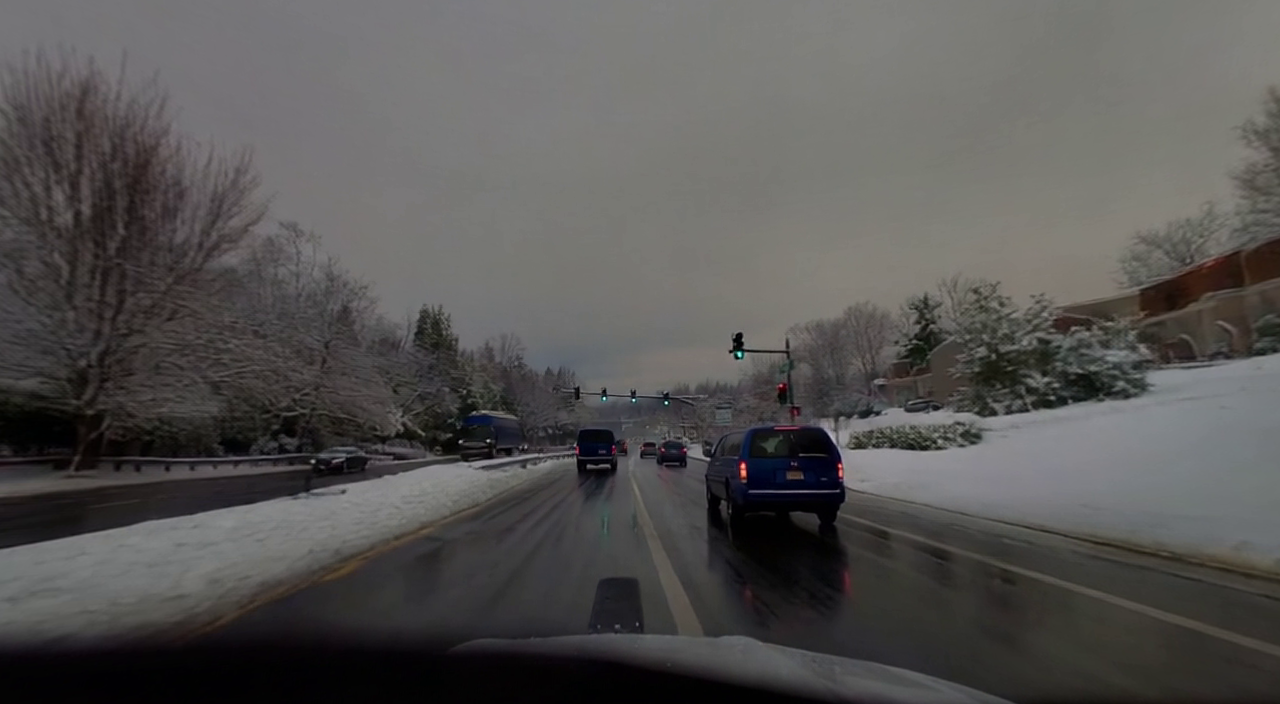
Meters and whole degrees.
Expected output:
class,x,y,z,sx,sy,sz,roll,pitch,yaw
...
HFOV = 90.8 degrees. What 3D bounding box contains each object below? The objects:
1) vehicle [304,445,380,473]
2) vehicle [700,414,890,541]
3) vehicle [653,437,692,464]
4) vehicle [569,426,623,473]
class,x,y,z,sx,sy,sz,roll,pitch,yaw
vehicle,-16.821,6.030,35.926,2.139,1.493,4.521,0,-8,0
vehicle,2.265,1.977,10.538,1.965,1.671,4.146,0,-8,-2
vehicle,2.093,6.574,42.290,2.248,1.692,4.252,0,-8,-2
vehicle,-2.026,4.666,30.424,2.228,2.054,4.309,0,-8,0
